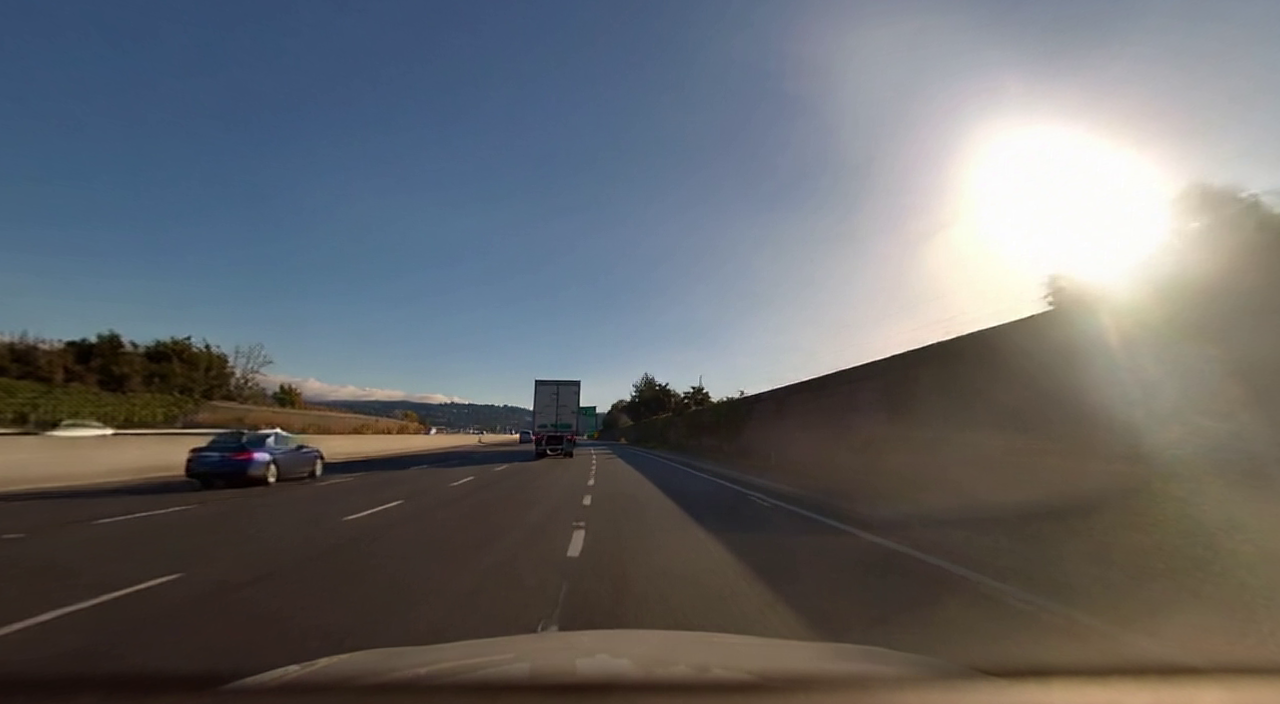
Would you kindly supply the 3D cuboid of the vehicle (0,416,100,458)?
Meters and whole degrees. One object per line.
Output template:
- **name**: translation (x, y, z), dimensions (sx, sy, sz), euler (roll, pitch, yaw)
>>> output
- **vehicle**: translation (-24.125, 3.335, 24.751), dimensions (1.871, 1.498, 4.540), euler (0, -8, -4)

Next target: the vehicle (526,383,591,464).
- **vehicle**: translation (-4.513, 4.417, 37.407), dimensions (3.002, 3.987, 12.477), euler (1, -8, -4)

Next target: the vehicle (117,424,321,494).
- **vehicle**: translation (-10.558, 2.697, 16.375), dimensions (2.138, 1.531, 4.864), euler (0, -8, -3)
